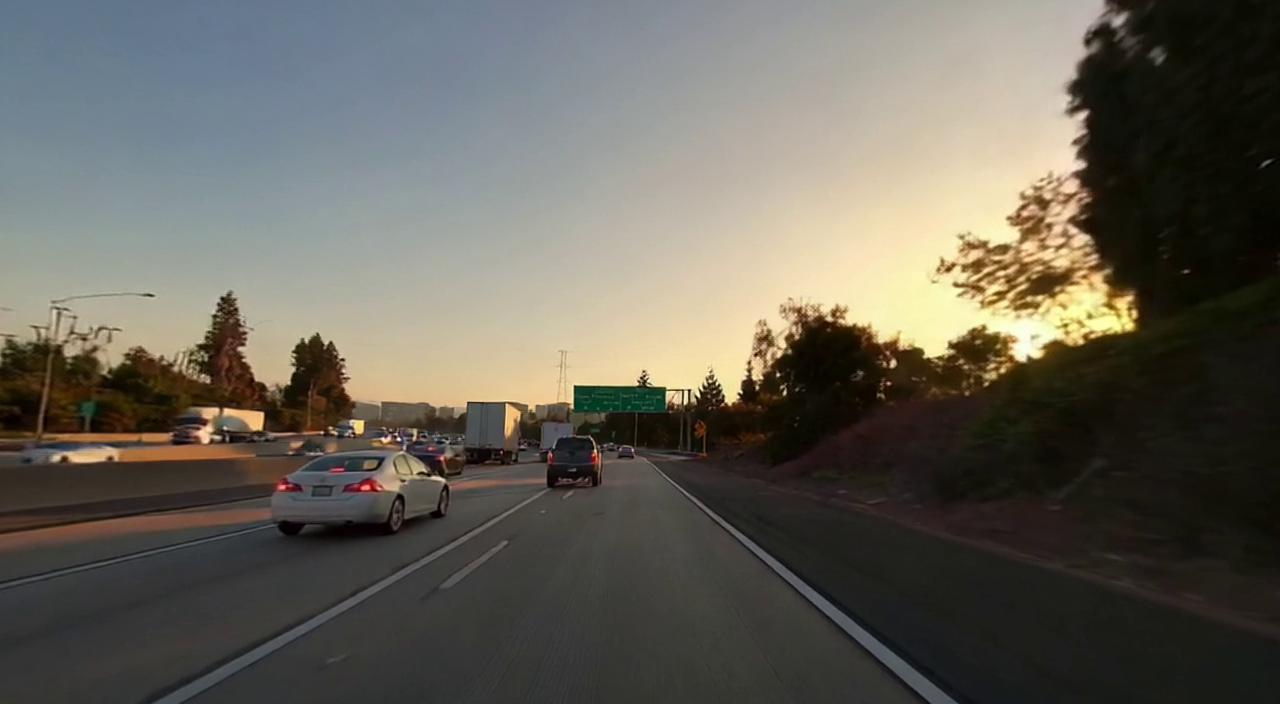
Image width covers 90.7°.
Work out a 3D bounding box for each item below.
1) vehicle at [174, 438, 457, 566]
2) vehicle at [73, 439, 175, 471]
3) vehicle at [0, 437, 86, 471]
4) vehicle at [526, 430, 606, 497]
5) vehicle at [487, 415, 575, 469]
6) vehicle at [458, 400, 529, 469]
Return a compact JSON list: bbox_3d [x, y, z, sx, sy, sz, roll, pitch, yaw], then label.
[{"bbox_3d":[-4.390,2.063,9.608,1.932,1.445,4.625,0,-8,-2],"label":"vehicle"},{"bbox_3d":[-26.388,5.282,32.598,1.854,1.490,4.319,1,-9,-5],"label":"vehicle"},{"bbox_3d":[-30.953,5.179,32.309,1.810,1.585,4.116,1,-8,-5],"label":"vehicle"},{"bbox_3d":[-2.132,3.398,19.713,2.093,1.785,5.303,0,-8,-3],"label":"vehicle"},{"bbox_3d":[-6.322,5.732,39.665,3.270,2.674,14.547,-1,-9,-1],"label":"vehicle"},{"bbox_3d":[-10.773,6.384,48.077,2.966,4.493,12.921,0,-8,-3],"label":"vehicle"}]
